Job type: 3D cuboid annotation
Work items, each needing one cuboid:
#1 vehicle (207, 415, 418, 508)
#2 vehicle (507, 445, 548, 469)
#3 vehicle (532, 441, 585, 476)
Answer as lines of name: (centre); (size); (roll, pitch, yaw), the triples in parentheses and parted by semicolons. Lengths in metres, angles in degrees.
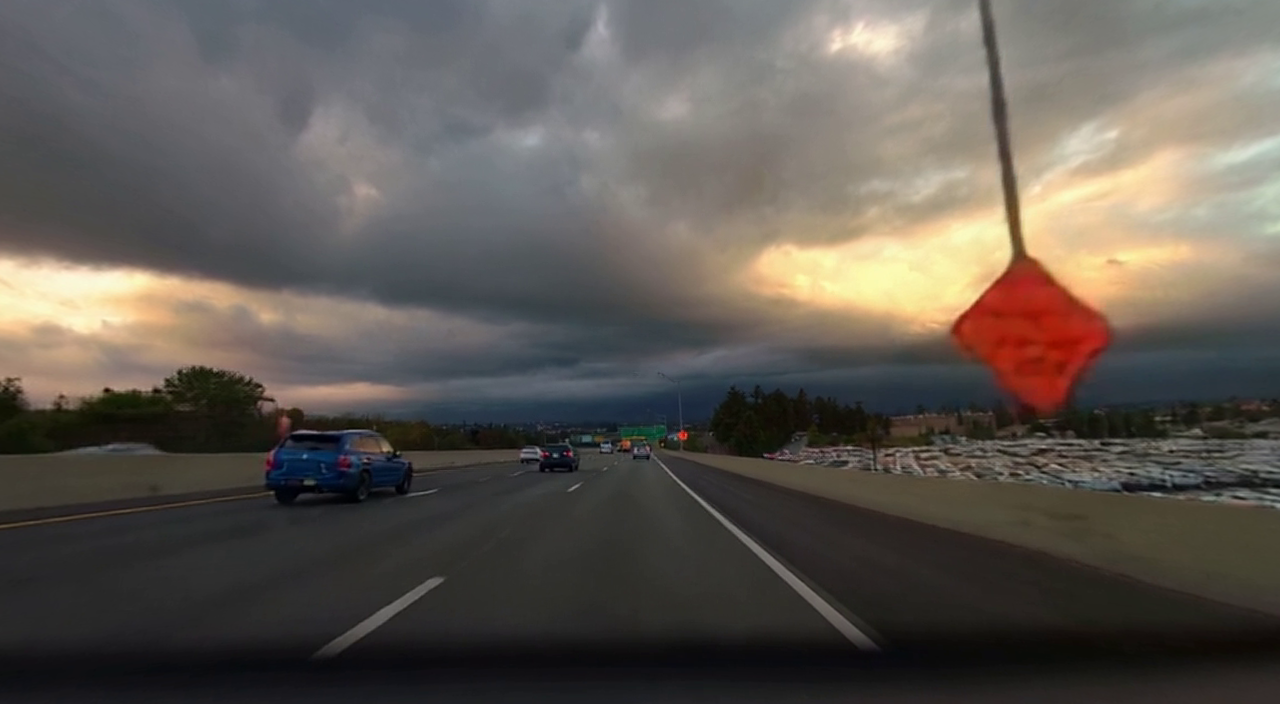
vehicle: (-7.453, 2.582, 15.231); (2.159, 1.807, 5.422); (0, -9, 0)
vehicle: (-7.704, 7.194, 43.458); (1.991, 1.538, 4.360); (0, -9, 0)
vehicle: (-4.057, 5.367, 31.951); (2.070, 1.665, 4.213); (0, -9, 1)
